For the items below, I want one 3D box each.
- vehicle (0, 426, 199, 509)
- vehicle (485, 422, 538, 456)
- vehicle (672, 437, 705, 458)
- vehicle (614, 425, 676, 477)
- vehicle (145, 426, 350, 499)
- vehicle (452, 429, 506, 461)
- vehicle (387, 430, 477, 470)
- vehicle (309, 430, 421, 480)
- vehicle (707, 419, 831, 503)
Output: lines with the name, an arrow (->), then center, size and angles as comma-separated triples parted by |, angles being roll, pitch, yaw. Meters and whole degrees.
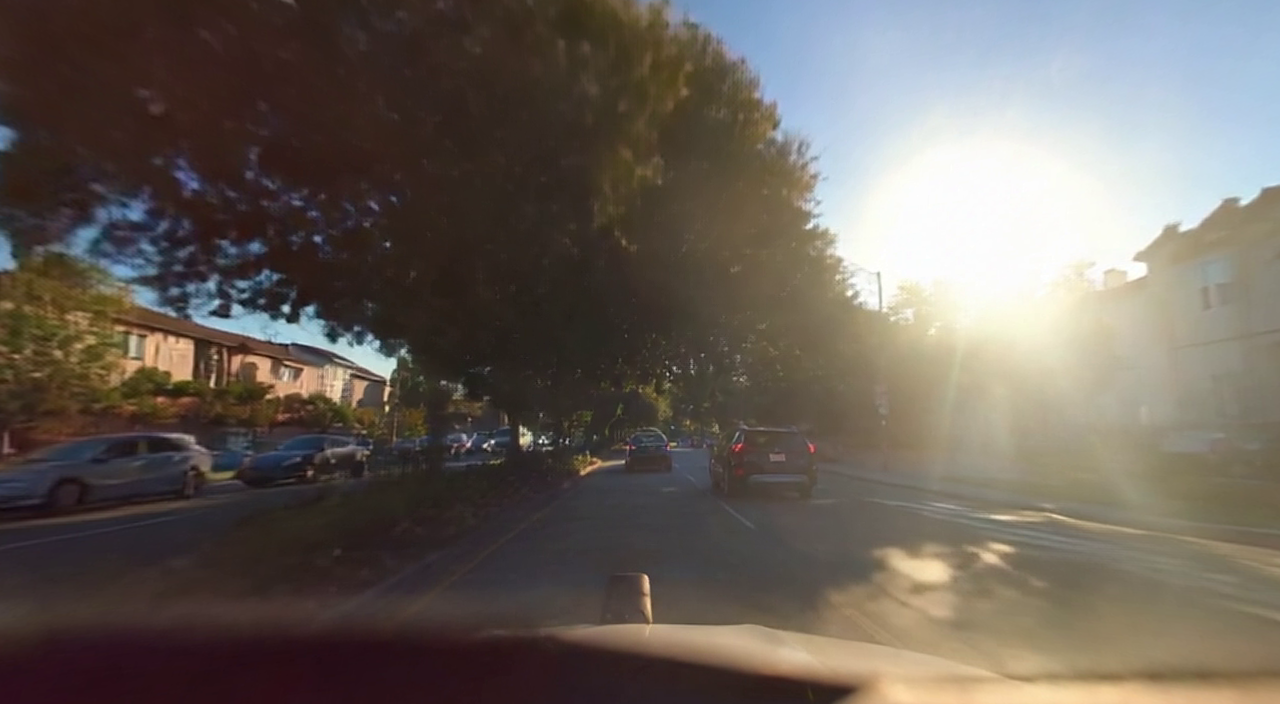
vehicle -> -12.222, 2.382, 13.703 | 1.891, 1.479, 4.665 | 1, -8, 0
vehicle -> -8.745, 5.979, 43.527 | 2.037, 2.113, 7.185 | 1, -8, 1
vehicle -> 3.581, 7.096, 47.085 | 2.096, 1.489, 4.757 | 1, -8, 0
vehicle -> 0.162, 3.825, 24.728 | 2.185, 1.822, 4.391 | 1, -8, 0
vehicle -> -8.916, 2.520, 14.912 | 1.923, 1.433, 4.450 | 1, -8, 1
vehicle -> -9.045, 5.239, 35.770 | 1.988, 1.663, 4.316 | 1, -8, -1
vehicle -> -8.783, 4.158, 27.141 | 2.140, 1.510, 5.005 | 1, -8, 0
vehicle -> -8.820, 3.310, 20.619 | 1.786, 1.422, 4.021 | 1, -8, 1
vehicle -> 3.068, 2.687, 16.052 | 2.166, 1.799, 4.372 | 1, -8, -1
